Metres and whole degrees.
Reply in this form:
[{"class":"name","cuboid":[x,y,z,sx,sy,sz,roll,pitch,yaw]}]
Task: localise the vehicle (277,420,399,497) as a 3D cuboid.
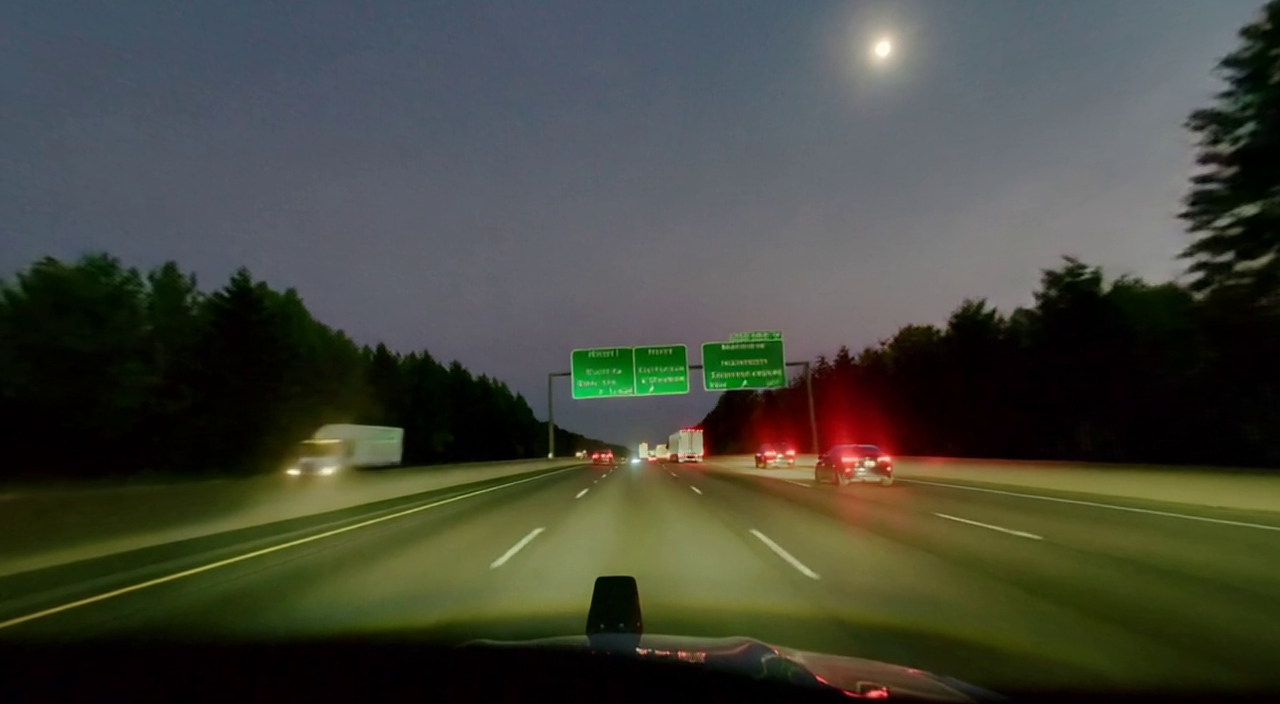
[{"class":"vehicle","cuboid":[-14.712,5.264,31.466,2.450,3.334,7.290,-1,-9,0]}]
